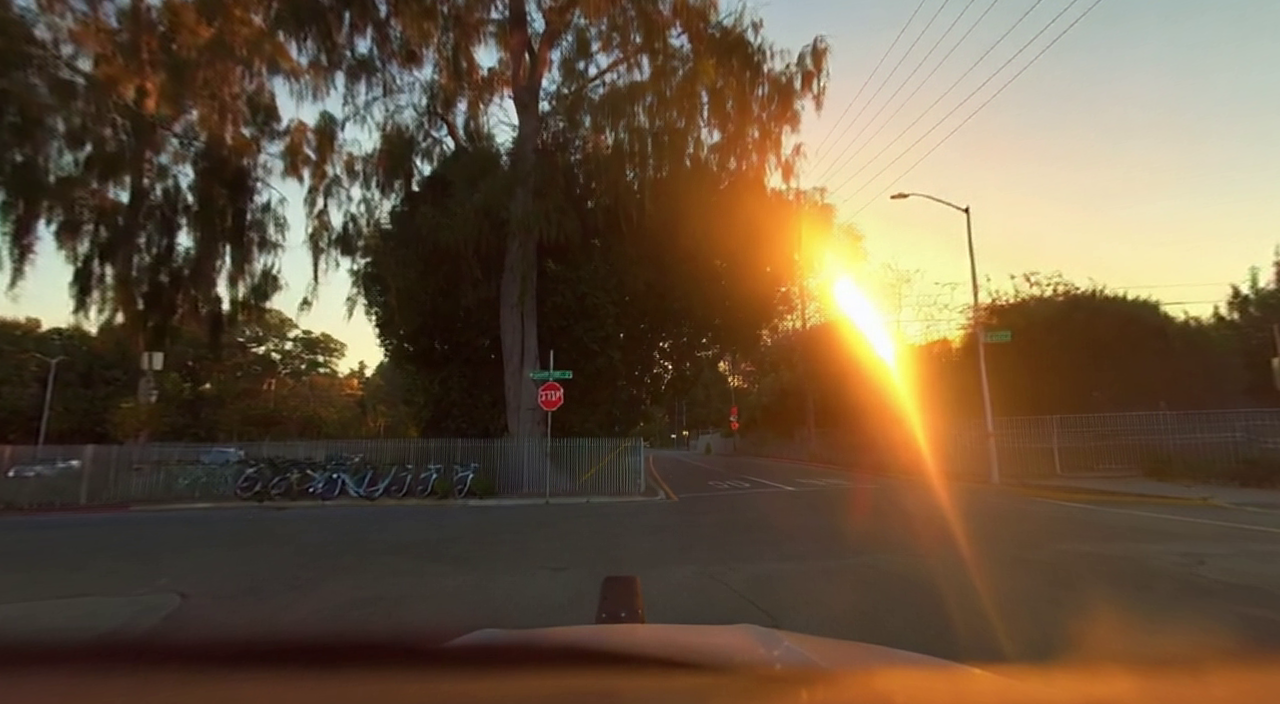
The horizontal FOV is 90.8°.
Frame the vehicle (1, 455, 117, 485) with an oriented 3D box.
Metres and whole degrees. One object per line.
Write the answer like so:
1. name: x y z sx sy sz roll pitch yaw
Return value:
1. vehicle: -33.531 6.806 36.569 4.569 1.558 1.903 0 -9 -5
